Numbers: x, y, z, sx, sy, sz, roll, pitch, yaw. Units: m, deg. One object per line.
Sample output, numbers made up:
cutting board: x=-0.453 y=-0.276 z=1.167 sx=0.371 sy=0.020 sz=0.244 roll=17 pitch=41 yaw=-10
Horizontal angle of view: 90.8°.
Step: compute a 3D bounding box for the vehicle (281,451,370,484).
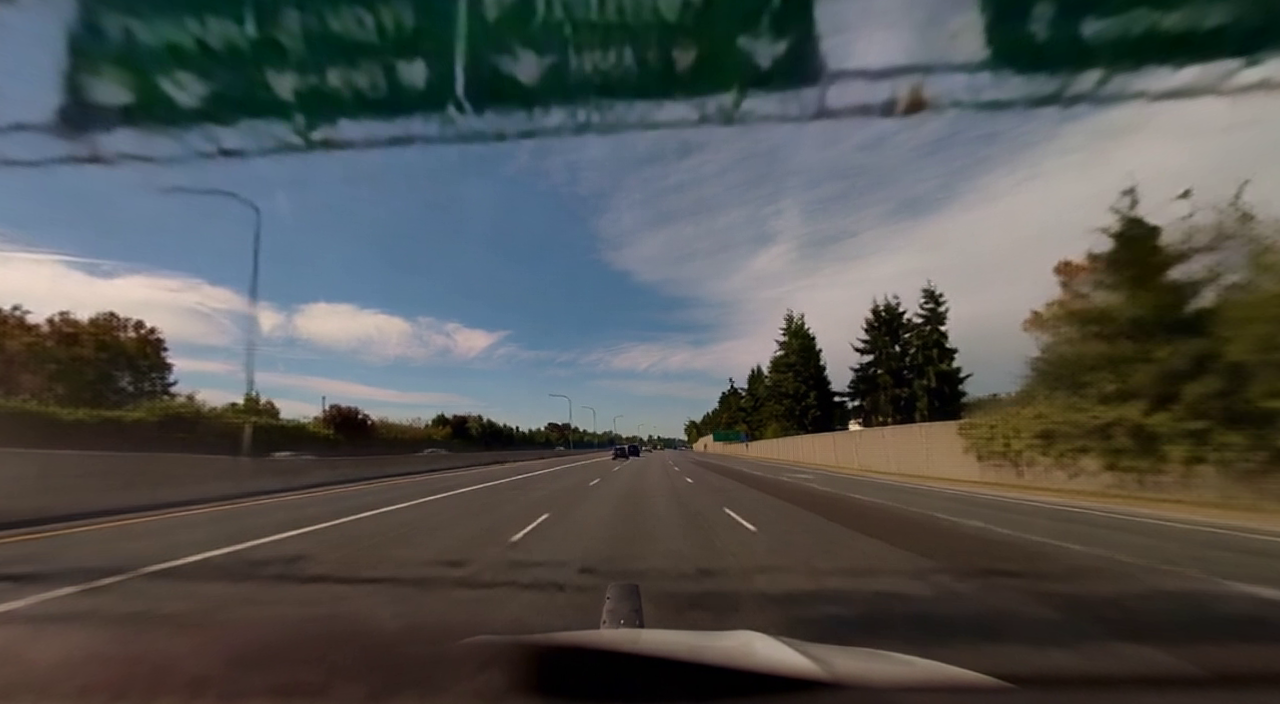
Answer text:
vehicle: x=-15.425 y=5.659 z=31.224 sx=1.942 sy=1.447 sz=4.509 roll=-1 pitch=-9 yaw=2
